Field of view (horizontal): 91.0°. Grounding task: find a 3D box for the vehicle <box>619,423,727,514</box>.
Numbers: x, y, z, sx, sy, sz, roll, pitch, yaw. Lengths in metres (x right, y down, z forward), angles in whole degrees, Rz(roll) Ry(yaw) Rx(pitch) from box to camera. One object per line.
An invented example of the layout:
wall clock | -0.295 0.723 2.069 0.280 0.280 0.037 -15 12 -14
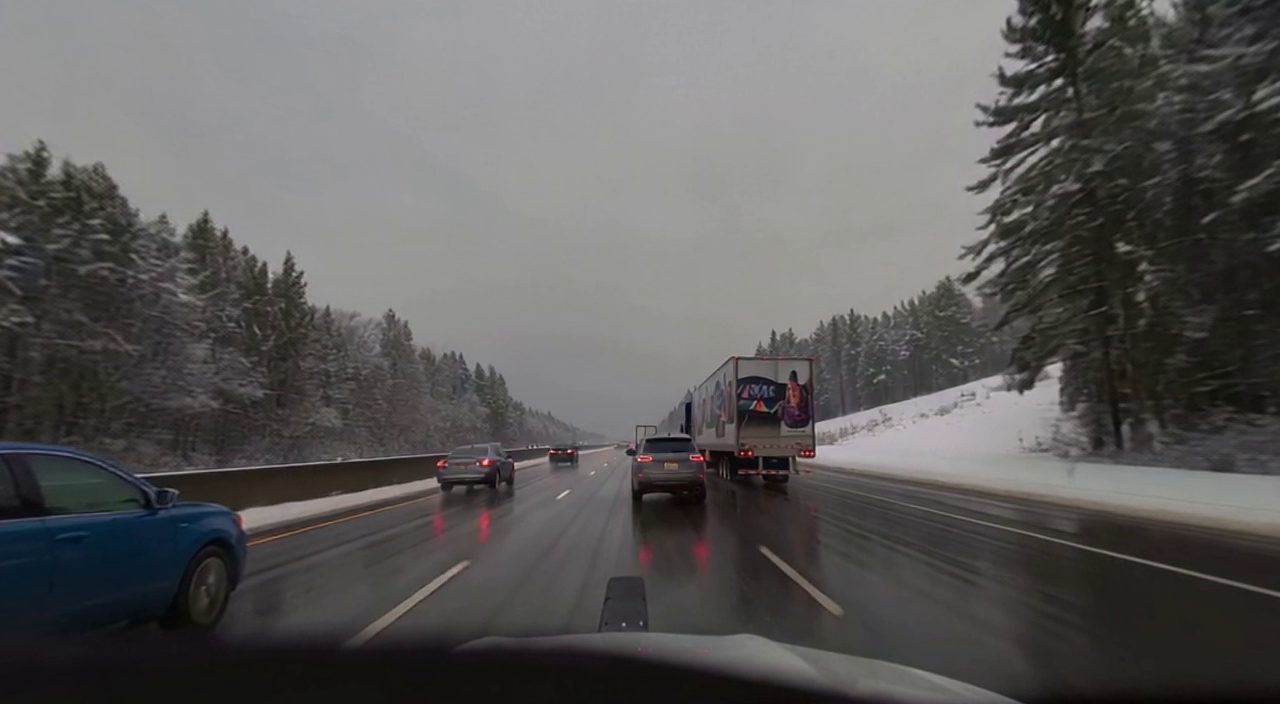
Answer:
vehicle | 0.601 2.428 13.549 2.017 1.662 3.543 0 -8 0

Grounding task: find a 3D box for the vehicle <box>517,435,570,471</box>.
vehicle | -4.733 5.034 31.580 2.014 1.683 4.275 0 -8 0

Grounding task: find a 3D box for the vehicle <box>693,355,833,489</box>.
vehicle | 4.336 3.132 26.280 2.828 4.081 14.220 0 -8 -1

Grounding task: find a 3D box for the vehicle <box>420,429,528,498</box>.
vehicle | -4.343 2.954 17.099 1.905 1.642 3.803 0 -8 0

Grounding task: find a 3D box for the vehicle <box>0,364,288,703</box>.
vehicle | -4.075 0.929 3.221 1.983 1.666 4.452 0 -8 0
